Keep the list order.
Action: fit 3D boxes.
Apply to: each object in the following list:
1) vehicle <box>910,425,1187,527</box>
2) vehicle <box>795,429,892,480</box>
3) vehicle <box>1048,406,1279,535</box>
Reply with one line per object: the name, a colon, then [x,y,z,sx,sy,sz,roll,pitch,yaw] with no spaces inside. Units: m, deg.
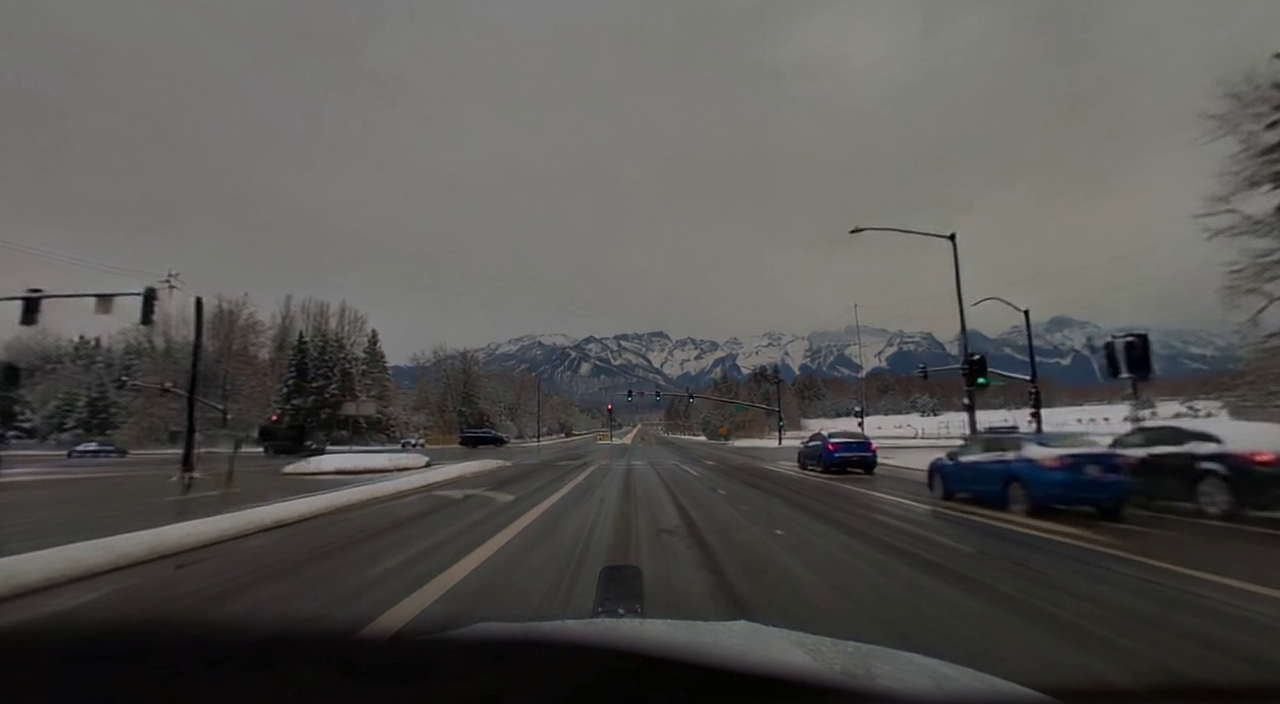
vehicle: [6.978,2.155,11.599,1.990,1.480,4.624,0,-8,0]
vehicle: [6.978,3.560,22.228,1.899,1.570,4.666,0,-8,0]
vehicle: [9.663,1.981,11.084,1.977,1.773,4.646,0,-8,2]
